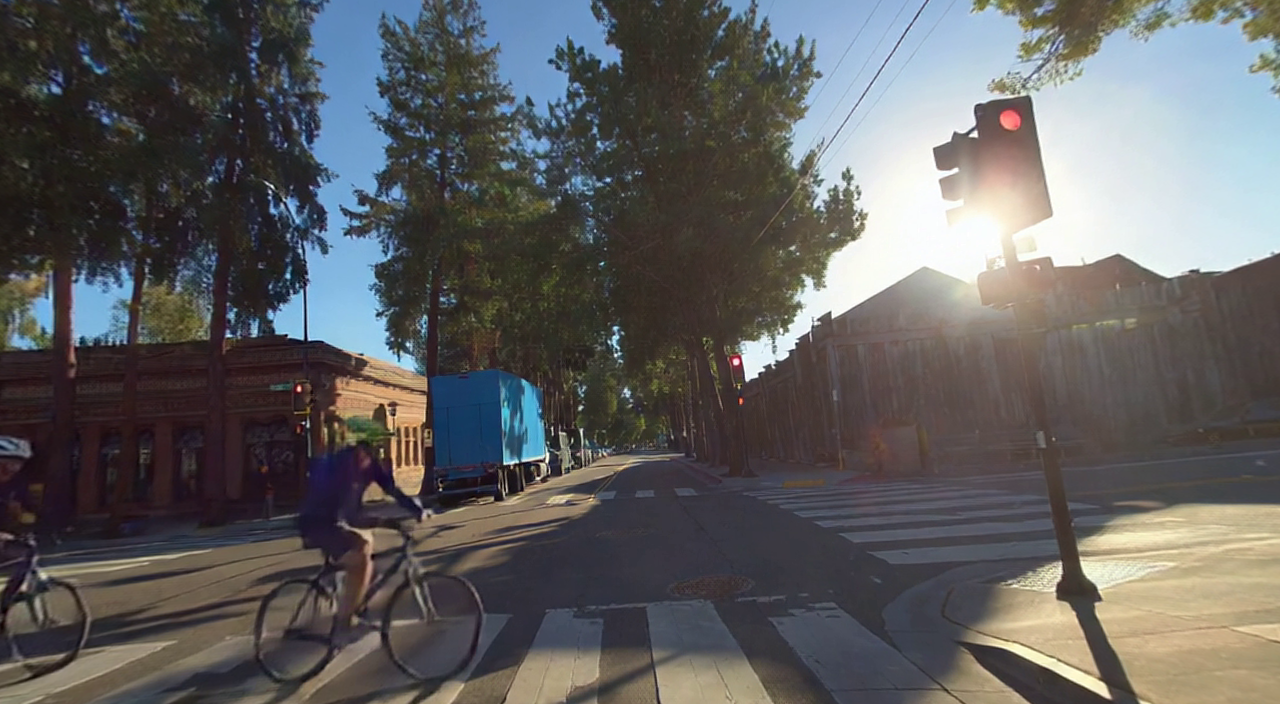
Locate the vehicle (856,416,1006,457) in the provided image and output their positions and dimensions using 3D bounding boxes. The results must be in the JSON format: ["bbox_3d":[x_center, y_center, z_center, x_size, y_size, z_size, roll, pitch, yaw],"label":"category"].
[{"bbox_3d":[10.688,3.143,23.428,4.643,1.456,1.820,-1,-8,5],"label":"vehicle"}]

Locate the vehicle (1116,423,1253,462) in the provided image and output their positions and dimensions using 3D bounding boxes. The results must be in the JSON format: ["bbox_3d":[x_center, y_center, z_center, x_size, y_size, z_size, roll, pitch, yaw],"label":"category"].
[{"bbox_3d":[24.954,4.159,29.018,4.268,1.695,2.053,0,-8,3],"label":"vehicle"}]

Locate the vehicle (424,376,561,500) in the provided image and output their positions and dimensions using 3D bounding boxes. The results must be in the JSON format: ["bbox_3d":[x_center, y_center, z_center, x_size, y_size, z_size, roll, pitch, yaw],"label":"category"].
[{"bbox_3d":[-5.846,3.734,27.182,3.113,4.041,10.284,-6,-8,0],"label":"vehicle"}]
